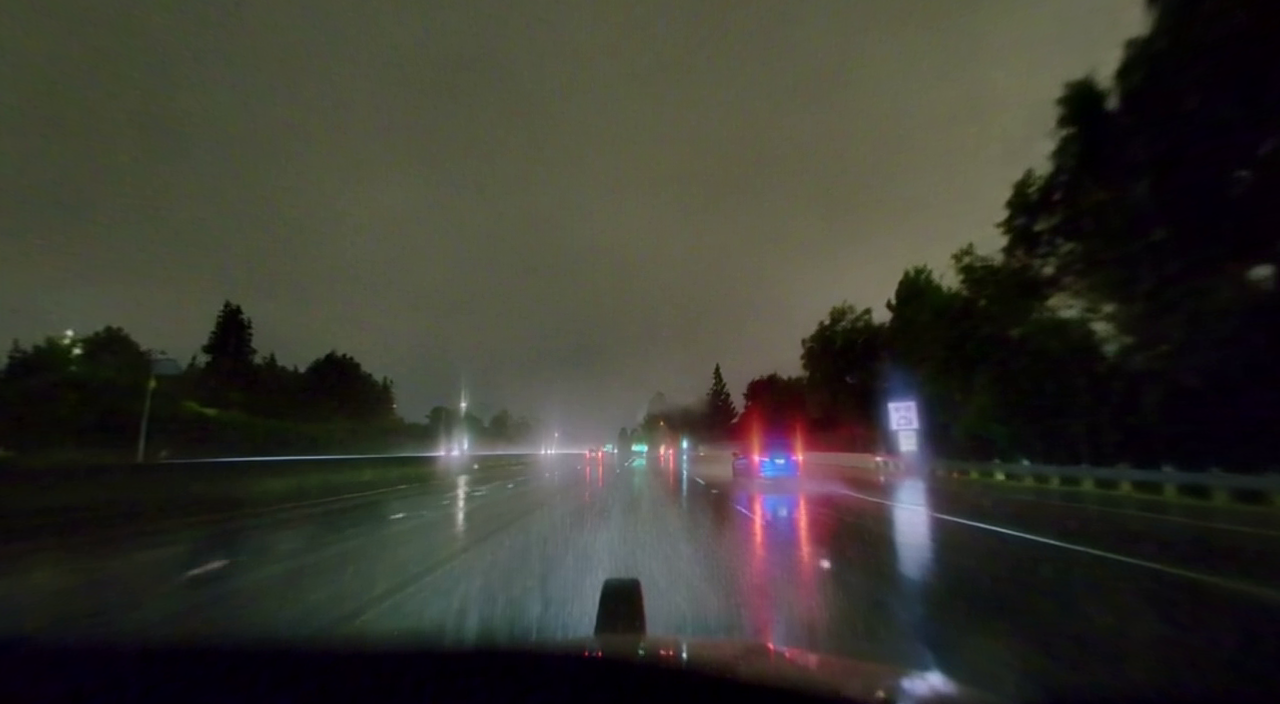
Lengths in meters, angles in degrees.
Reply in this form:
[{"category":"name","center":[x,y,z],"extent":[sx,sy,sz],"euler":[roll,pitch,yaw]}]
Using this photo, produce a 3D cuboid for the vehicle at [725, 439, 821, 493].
[{"category":"vehicle","center":[4.064,3.567,20.047],"extent":[2.033,1.501,4.398],"euler":[0,-9,-1]}]
